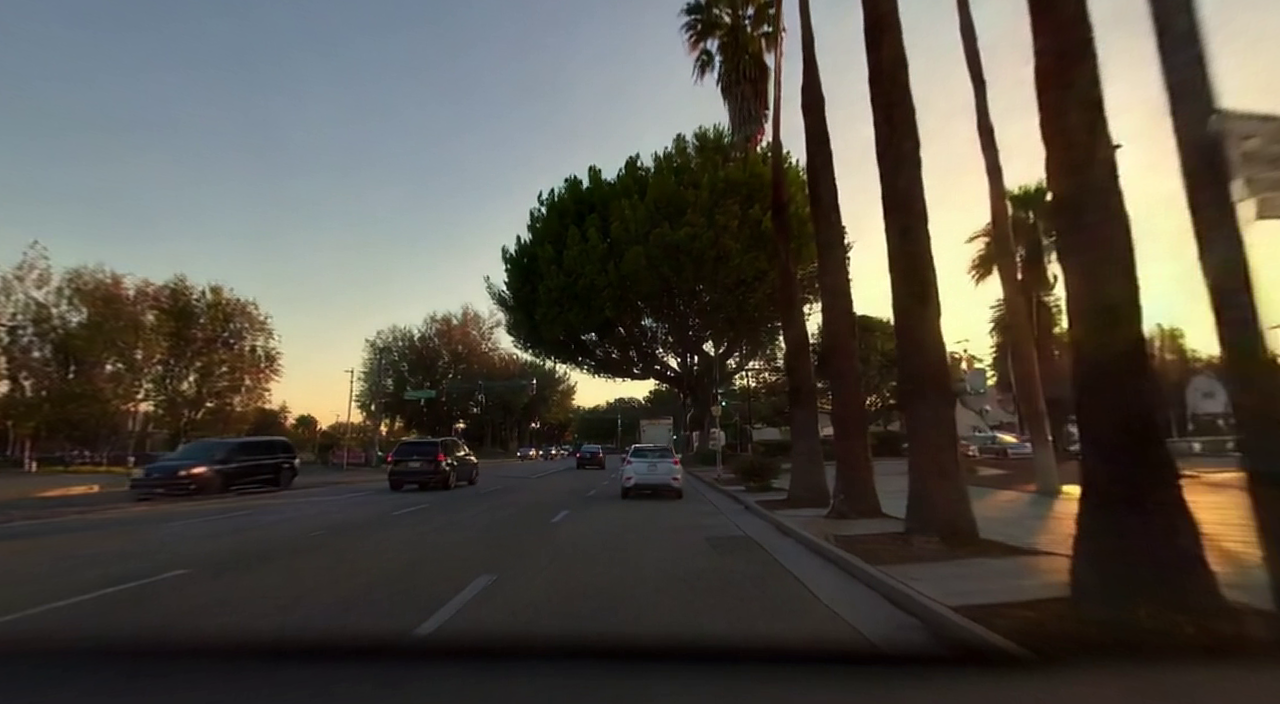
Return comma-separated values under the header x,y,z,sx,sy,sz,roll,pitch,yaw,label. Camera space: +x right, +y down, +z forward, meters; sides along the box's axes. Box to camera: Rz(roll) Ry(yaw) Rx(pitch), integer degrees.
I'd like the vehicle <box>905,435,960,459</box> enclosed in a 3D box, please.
x,y,z,sx,sy,sz,roll,pitch,yaw,label
20.168,6.545,43.192,4.471,1.501,1.952,9,-12,-44,vehicle

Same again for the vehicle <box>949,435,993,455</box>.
x,y,z,sx,sy,sz,roll,pitch,yaw,label
25.795,7.216,48.831,1.781,1.477,4.202,-8,-12,44,vehicle

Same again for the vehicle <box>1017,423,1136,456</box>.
x,y,z,sx,sy,sz,roll,pitch,yaw,label
26.317,5.307,37.952,5.769,1.925,2.364,2,-9,-10,vehicle

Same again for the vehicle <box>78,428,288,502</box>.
x,y,z,sx,sy,sz,roll,pitch,yaw,label
-12.971,3.243,18.456,2.128,1.818,5.441,0,-9,-1,vehicle

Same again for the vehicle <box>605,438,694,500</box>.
x,y,z,sx,sy,sz,roll,pitch,yaw,label
0.290,3.152,17.396,2.145,1.483,4.453,0,-9,1,vehicle

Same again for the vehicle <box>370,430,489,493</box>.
x,y,z,sx,sy,sz,roll,pitch,yaw,label
-6.306,3.339,19.434,2.057,1.705,4.394,0,-9,1,vehicle
